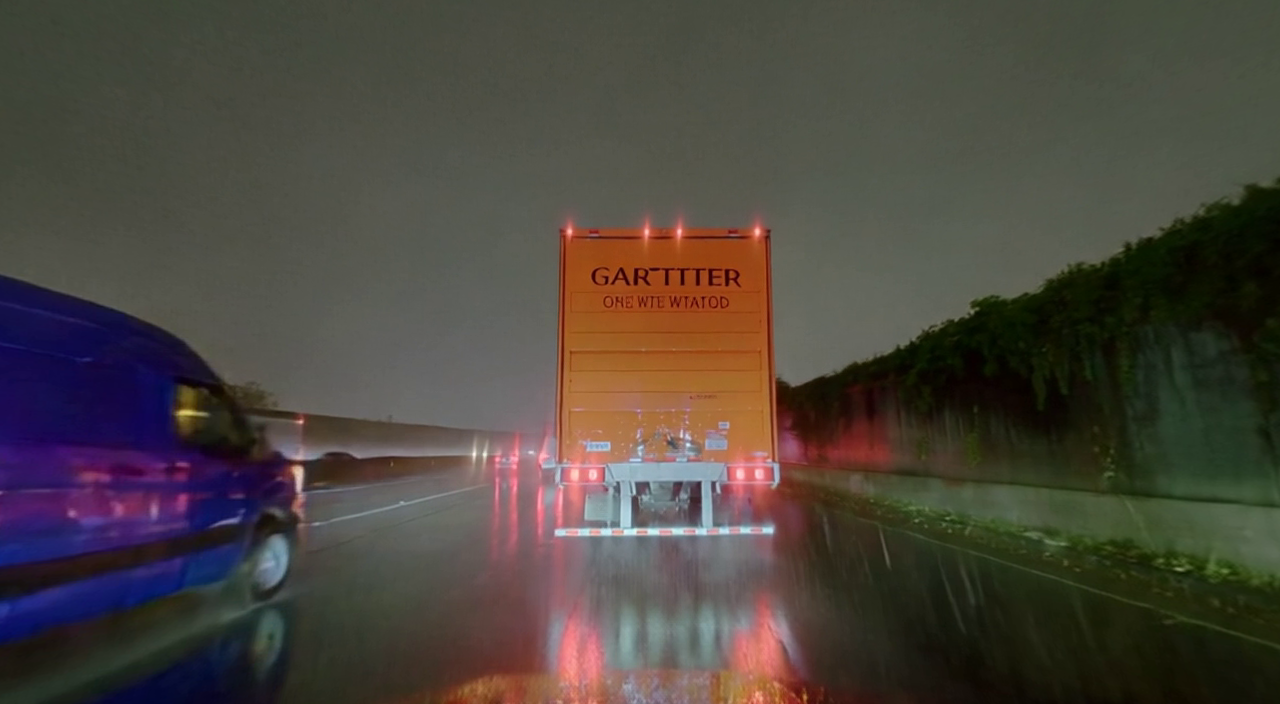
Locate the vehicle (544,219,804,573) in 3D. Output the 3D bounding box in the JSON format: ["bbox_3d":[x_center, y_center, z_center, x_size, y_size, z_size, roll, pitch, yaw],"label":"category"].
[{"bbox_3d":[0.445,1.246,12.431,2.853,4.054,10.557,0,-9,1],"label":"vehicle"}]

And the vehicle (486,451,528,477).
[{"bbox_3d":[-8.233,6.954,39.410,1.828,1.502,3.385,0,-9,1],"label":"vehicle"}]

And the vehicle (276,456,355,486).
[{"bbox_3d":[-17.093,6.253,33.505,1.878,1.441,4.330,0,-9,0],"label":"vehicle"}]

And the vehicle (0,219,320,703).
[{"bbox_3d":[-4.139,0.692,3.278,2.208,2.522,5.187,0,-9,-1],"label":"vehicle"}]
